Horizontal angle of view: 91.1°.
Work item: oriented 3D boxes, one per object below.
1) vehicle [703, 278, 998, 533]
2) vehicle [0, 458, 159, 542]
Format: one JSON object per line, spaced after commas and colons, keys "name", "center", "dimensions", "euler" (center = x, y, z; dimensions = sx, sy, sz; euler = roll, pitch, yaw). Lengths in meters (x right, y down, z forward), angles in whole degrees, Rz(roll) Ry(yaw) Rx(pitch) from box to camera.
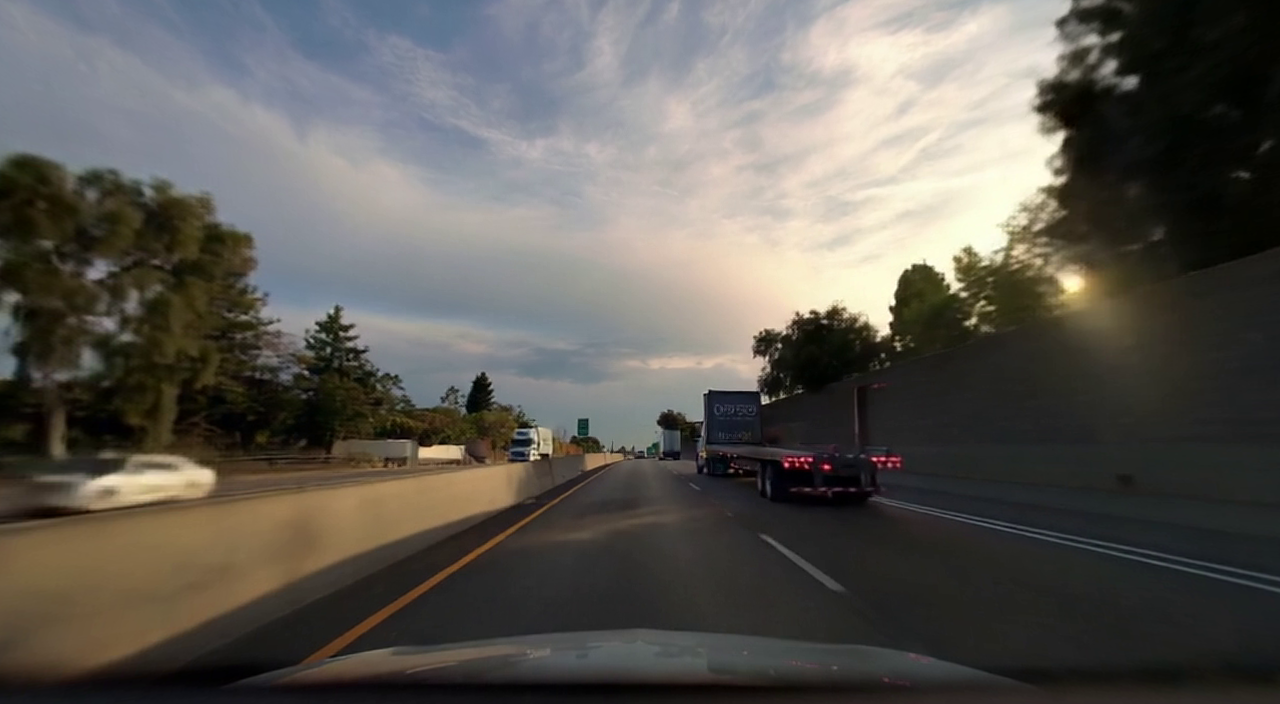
{"name": "vehicle", "center": [3.990, 1.890, 16.998], "dimensions": [2.926, 4.060, 14.068], "euler": [0, -9, -1]}
{"name": "vehicle", "center": [-12.571, 2.972, 13.056], "dimensions": [1.831, 1.460, 4.183], "euler": [0, -9, -1]}
